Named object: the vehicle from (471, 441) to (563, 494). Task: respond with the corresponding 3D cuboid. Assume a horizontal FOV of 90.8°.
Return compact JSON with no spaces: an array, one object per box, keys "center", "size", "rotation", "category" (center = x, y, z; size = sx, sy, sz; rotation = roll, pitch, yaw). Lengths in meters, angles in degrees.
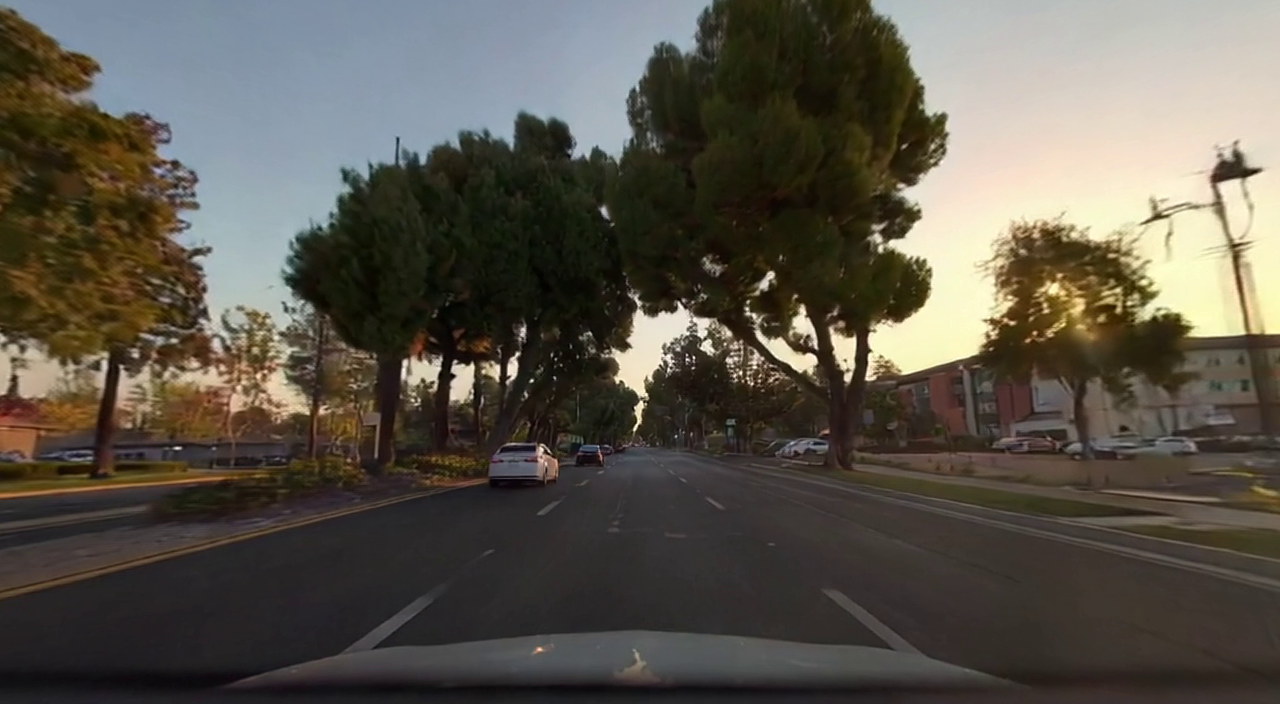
[{"center":[-3.665,3.525,19.717],"size":[2.003,1.454,4.484],"rotation":[0,-9,0],"category":"vehicle"}]
